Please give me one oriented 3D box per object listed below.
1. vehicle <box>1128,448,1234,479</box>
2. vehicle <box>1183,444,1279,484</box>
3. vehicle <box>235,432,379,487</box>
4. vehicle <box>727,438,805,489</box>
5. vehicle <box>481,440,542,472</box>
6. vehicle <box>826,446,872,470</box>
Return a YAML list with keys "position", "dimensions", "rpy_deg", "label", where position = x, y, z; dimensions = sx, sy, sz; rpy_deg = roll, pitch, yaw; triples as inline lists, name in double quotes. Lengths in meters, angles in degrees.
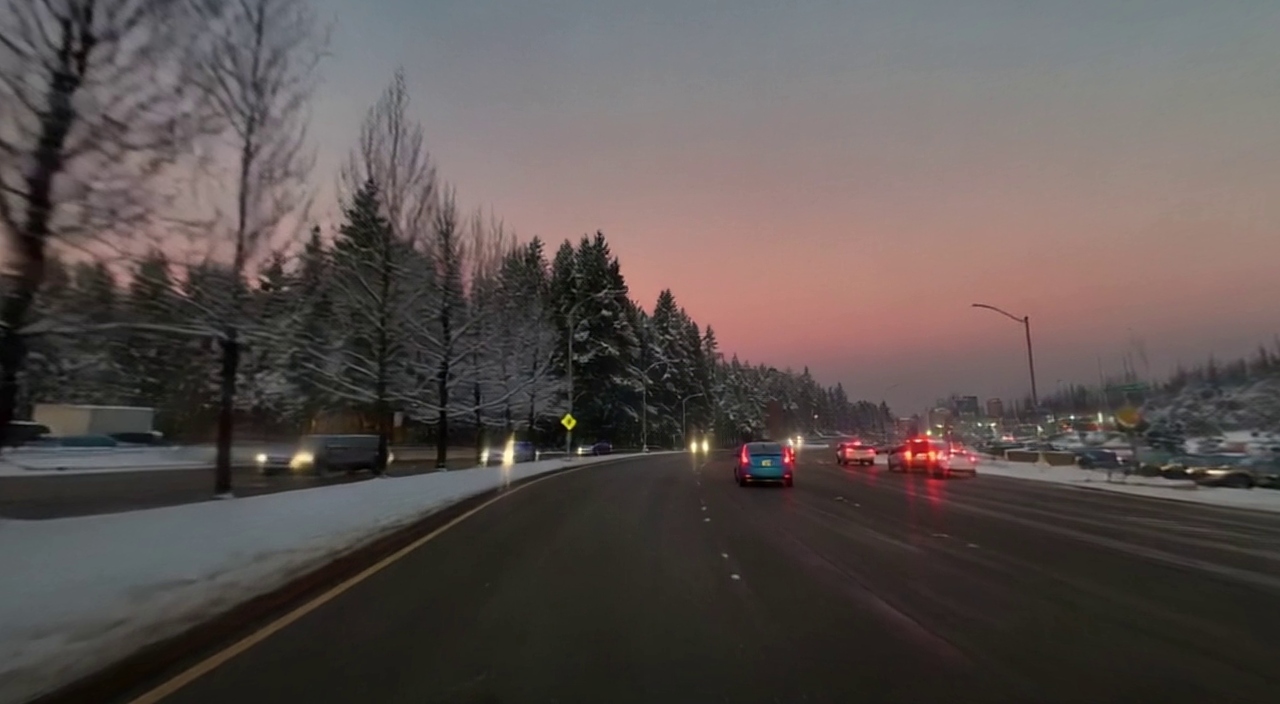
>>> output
- position: [27.328, 5.593, 31.825]
  dimensions: [4.327, 1.466, 1.787]
  rpy_deg: [2, -8, -14]
  label: "vehicle"
- position: [28.096, 5.151, 29.310]
  dimensions: [4.544, 1.677, 1.963]
  rpy_deg: [2, -7, -16]
  label: "vehicle"
- position: [-10.592, 3.446, 20.516]
  dimensions: [1.990, 1.581, 4.706]
  rpy_deg: [0, -9, 2]
  label: "vehicle"
- position: [4.343, 3.893, 22.389]
  dimensions: [2.145, 1.603, 4.369]
  rpy_deg: [0, -9, 4]
  label: "vehicle"
- position: [-6.870, 5.595, 34.084]
  dimensions: [1.873, 1.625, 4.104]
  rpy_deg: [-1, -9, 8]
  label: "vehicle"
- position: [13.713, 6.947, 41.485]
  dimensions: [1.928, 1.488, 4.361]
  rpy_deg: [-1, -9, 5]
  label: "vehicle"
